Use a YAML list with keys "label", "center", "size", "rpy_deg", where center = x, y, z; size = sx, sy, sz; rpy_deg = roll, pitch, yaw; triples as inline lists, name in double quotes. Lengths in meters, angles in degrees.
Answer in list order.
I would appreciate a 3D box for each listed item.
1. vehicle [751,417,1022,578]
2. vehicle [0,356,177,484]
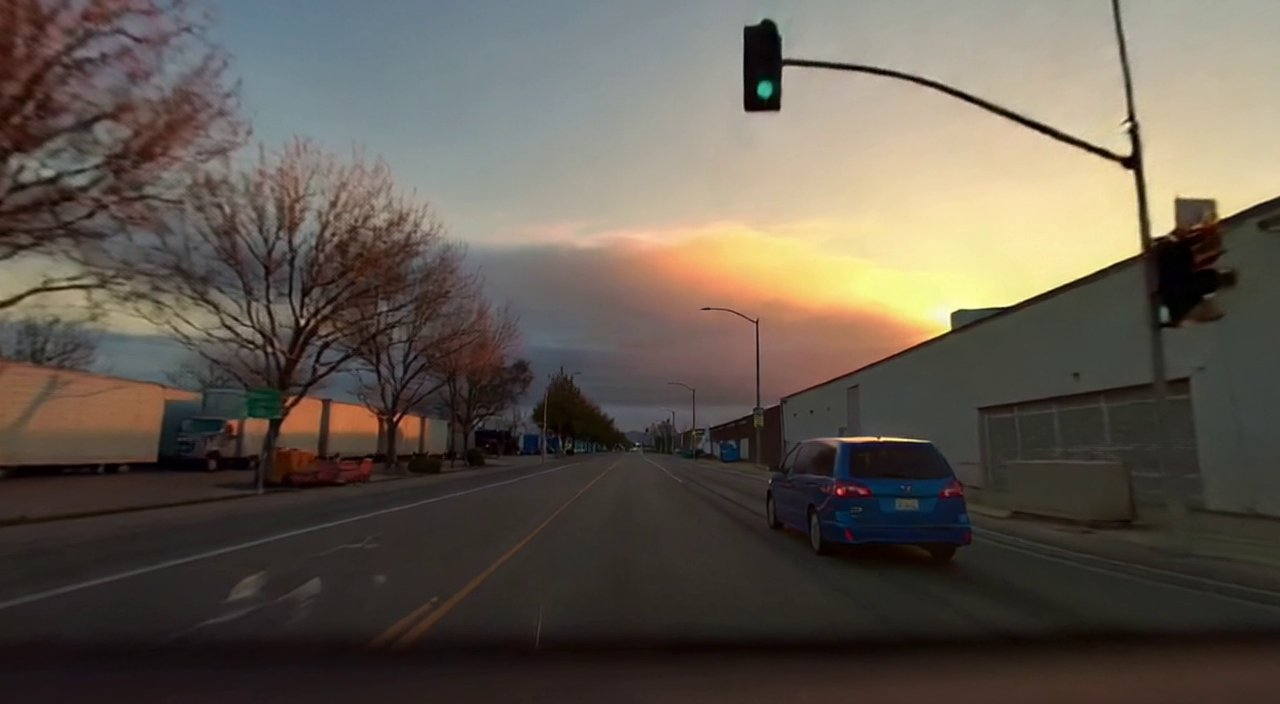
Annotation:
- label: "vehicle"
  center: [3.316, 2.091, 9.829]
  size: [2.202, 1.822, 4.826]
  rpy_deg: [1, -9, -1]
- label: "vehicle"
  center: [-20.314, 2.463, 21.212]
  size: [3.337, 3.644, 7.945]
  rpy_deg: [1, -10, -1]
